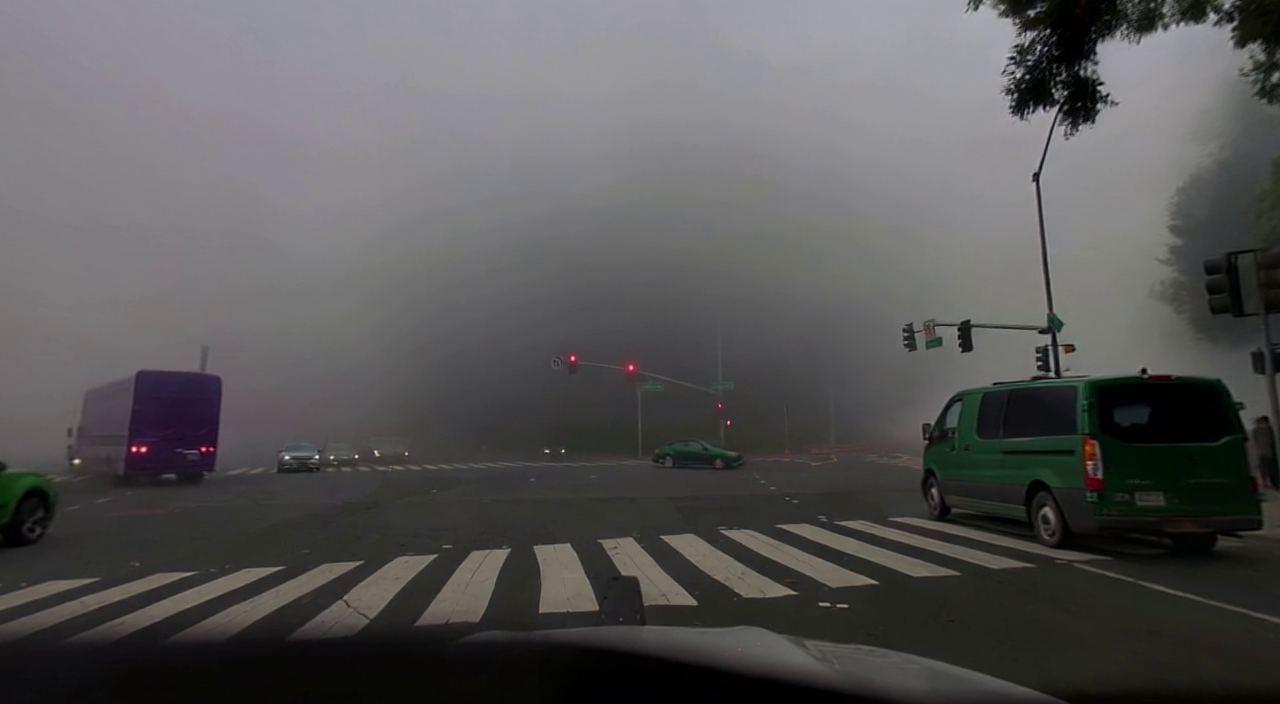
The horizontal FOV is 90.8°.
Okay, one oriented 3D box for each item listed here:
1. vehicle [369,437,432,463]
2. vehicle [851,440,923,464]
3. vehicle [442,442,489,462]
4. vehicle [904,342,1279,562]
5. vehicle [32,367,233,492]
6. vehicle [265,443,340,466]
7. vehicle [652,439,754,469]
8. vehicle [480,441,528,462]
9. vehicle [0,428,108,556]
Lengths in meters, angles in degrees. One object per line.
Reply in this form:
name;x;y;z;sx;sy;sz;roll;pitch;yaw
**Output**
vehicle;-17.345;7.146;46.012;2.189;1.753;4.785;-1;-9;8
vehicle;17.071;6.903;43.633;4.524;1.560;2.052;4;-10;-28
vehicle;-13.145;7.585;47.863;1.845;1.426;4.289;-1;-9;8
vehicle;6.551;1.517;9.945;2.332;2.511;5.326;0;-9;-1
vehicle;-15.928;2.490;19.701;6.726;3.230;3.112;-7;-11;37
vehicle;-21.803;6.639;41.024;1.859;1.415;4.591;-1;-9;8
vehicle;3.265;5.298;32.950;4.846;1.487;2.086;-5;-10;29
vehicle;-10.111;7.462;47.410;2.097;1.484;4.596;-1;-9;8
vehicle;-8.495;1.575;6.902;1.993;1.496;4.524;1;-9;-10
